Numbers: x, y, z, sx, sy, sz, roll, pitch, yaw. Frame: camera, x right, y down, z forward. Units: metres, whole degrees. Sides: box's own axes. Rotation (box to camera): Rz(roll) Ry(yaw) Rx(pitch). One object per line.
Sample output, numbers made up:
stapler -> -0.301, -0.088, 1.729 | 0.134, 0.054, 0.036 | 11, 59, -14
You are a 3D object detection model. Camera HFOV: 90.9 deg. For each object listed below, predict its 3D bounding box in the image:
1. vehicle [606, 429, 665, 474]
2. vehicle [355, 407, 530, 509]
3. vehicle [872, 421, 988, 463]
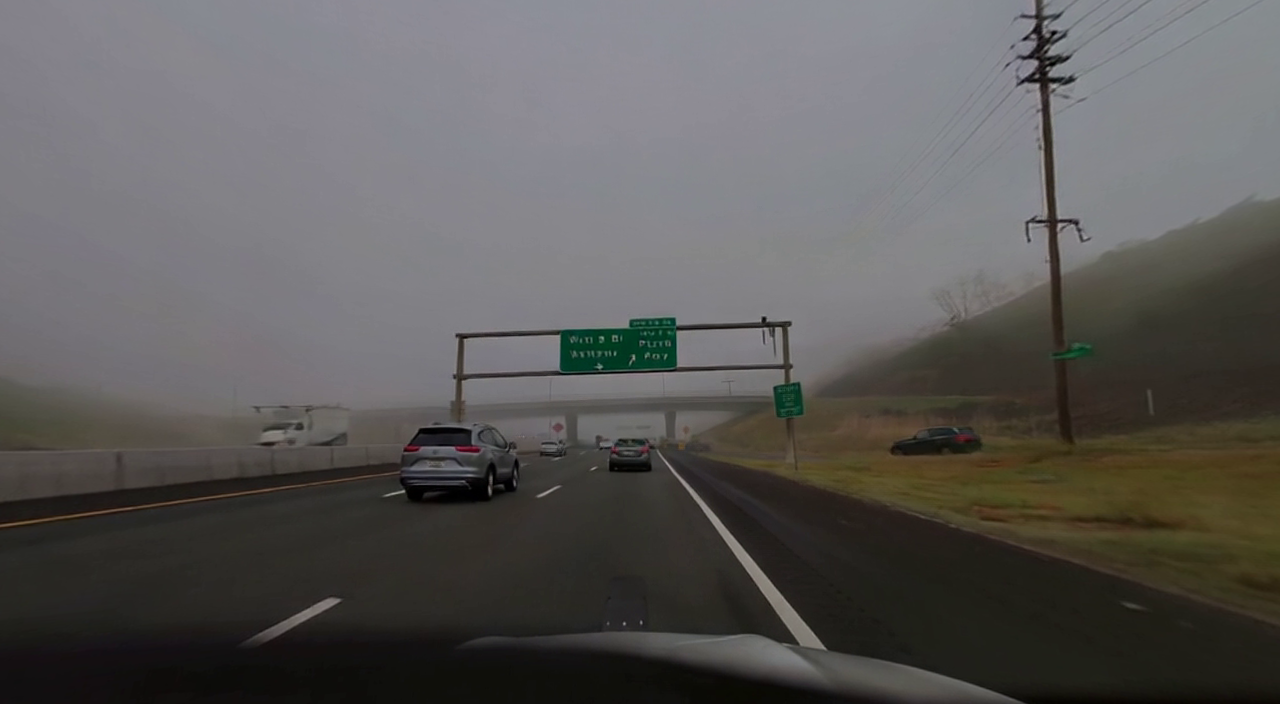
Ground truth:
vehicle -> -0.090, 4.042, 25.706 | 2.193, 1.651, 3.946 | -1, -9, 3
vehicle -> -4.032, 2.307, 14.005 | 2.228, 1.845, 4.847 | 0, -9, 1
vehicle -> 19.228, 6.076, 42.323 | 2.571, 2.571, 6.876 | 4, -10, -25
